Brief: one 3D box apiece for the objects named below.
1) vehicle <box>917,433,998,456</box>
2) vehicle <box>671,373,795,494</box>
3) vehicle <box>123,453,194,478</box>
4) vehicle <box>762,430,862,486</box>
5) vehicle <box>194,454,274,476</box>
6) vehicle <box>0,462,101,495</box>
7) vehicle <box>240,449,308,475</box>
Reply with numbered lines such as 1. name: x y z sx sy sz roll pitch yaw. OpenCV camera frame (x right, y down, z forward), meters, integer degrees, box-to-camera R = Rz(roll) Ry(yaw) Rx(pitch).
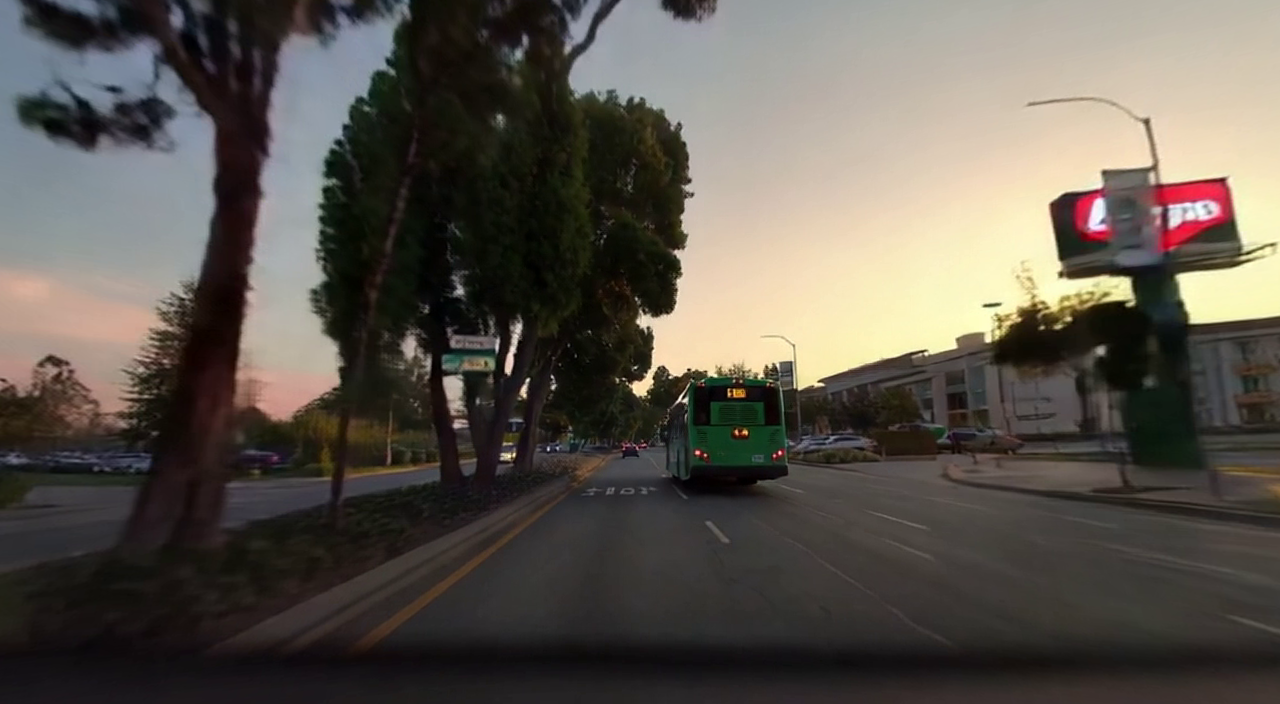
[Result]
1. vehicle: 21.580 6.309 42.844 4.589 1.480 1.979 1 -9 -10
2. vehicle: 2.776 2.912 21.993 2.766 3.306 9.281 0 -8 -1
3. vehicle: -36.963 8.706 48.467 1.941 1.761 4.272 0 -8 1
4. vehicle: 5.983 3.744 22.534 2.129 1.754 4.668 0 -8 -2
5. vehicle: -31.116 8.642 48.528 2.314 1.487 5.898 2 -9 -1
6. vehicle: -31.725 6.593 32.897 1.983 1.531 5.126 -8 -12 44
7. vehicle: -28.481 8.550 49.195 2.181 1.901 5.196 0 -8 1
